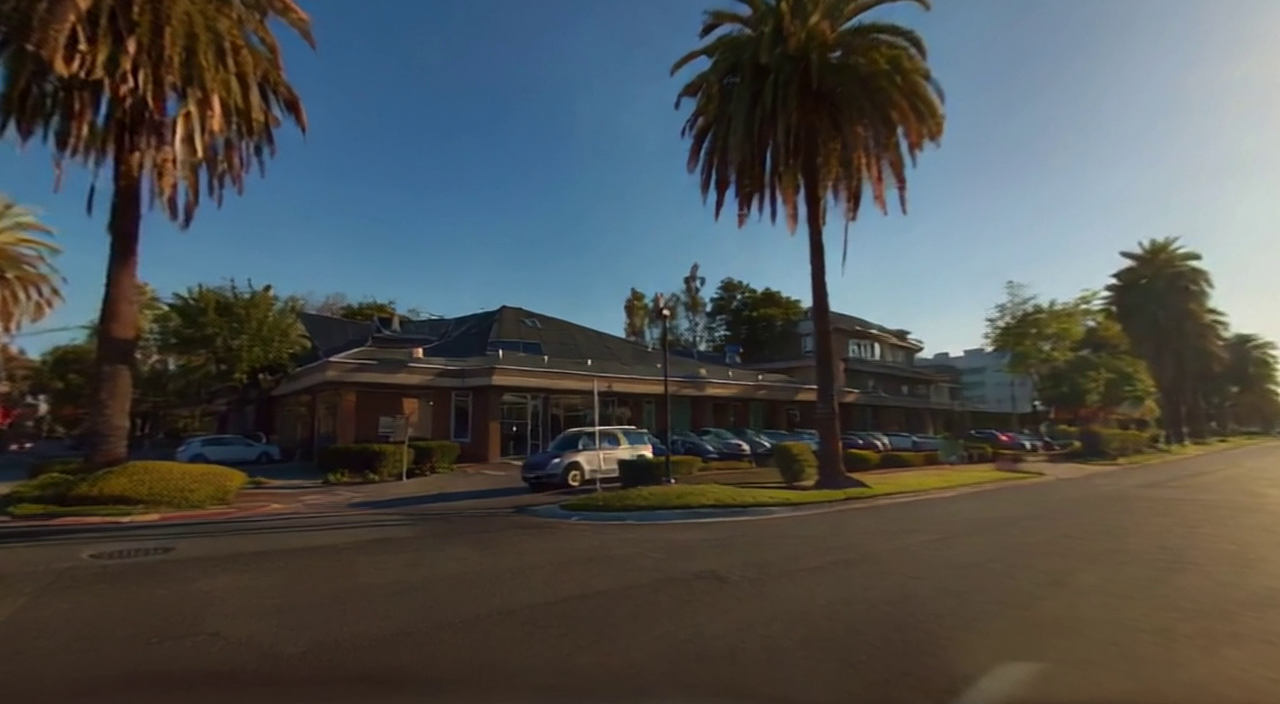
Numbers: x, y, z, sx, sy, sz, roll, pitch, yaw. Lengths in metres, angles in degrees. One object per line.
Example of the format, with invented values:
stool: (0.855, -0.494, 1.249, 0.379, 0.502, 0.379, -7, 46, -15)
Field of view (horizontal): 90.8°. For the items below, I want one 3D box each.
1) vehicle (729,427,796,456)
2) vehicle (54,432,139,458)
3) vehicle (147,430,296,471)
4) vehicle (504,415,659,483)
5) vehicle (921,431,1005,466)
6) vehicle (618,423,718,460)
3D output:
vehicle: (8.126, 5.981, 42.130, 3.928, 1.784, 1.895, -8, -12, 41)
vehicle: (-42.367, 7.246, 49.307, 4.998, 1.924, 2.262, -2, -9, 11)
vehicle: (-17.228, 4.083, 26.231, 1.919, 1.502, 4.695, -7, -11, 38)
vehicle: (-1.712, 3.048, 19.918, 2.174, 1.863, 4.651, -7, -11, 40)
vehicle: (17.079, 5.066, 33.463, 3.635, 1.521, 1.726, -3, -6, 39)
vehicle: (1.410, 4.840, 33.939, 5.193, 1.830, 2.049, -7, -11, 40)
